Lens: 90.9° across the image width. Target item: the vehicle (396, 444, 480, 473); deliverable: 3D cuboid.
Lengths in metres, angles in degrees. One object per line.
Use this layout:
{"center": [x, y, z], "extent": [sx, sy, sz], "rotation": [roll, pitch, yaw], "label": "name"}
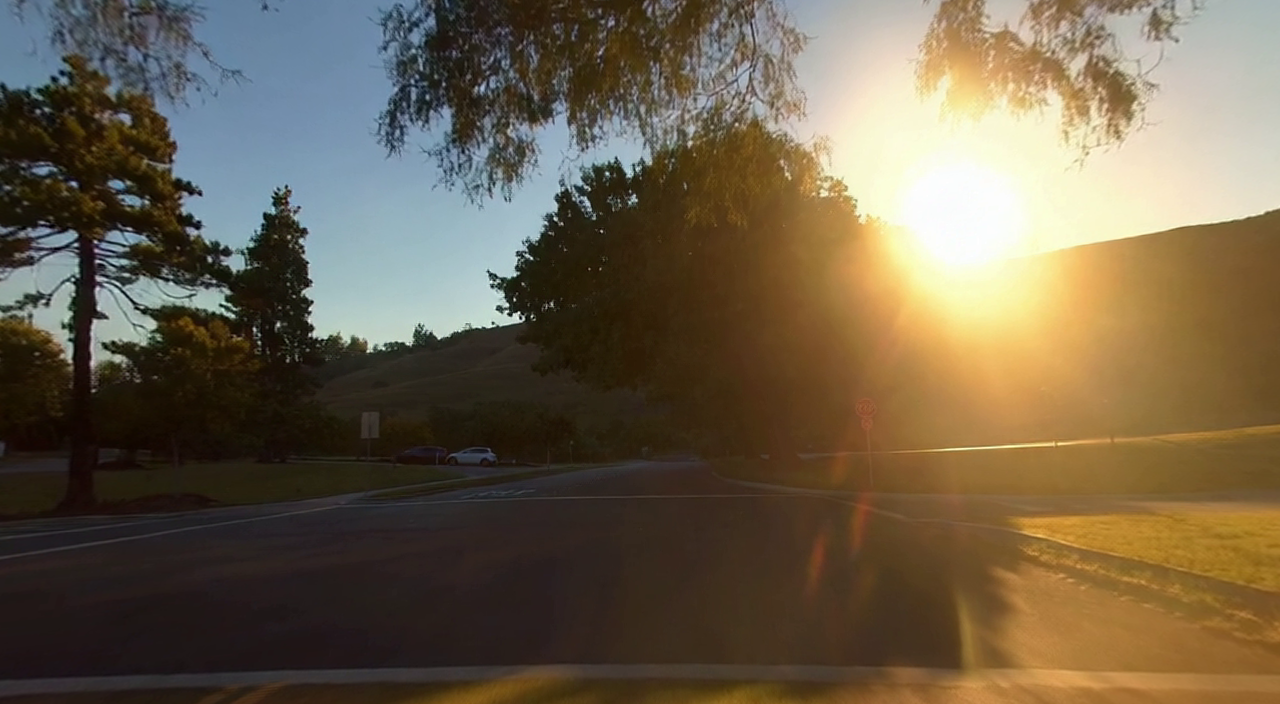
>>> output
{"center": [-12.683, 6.696, 39.714], "extent": [4.590, 1.735, 1.973], "rotation": [0, -9, 2], "label": "vehicle"}
